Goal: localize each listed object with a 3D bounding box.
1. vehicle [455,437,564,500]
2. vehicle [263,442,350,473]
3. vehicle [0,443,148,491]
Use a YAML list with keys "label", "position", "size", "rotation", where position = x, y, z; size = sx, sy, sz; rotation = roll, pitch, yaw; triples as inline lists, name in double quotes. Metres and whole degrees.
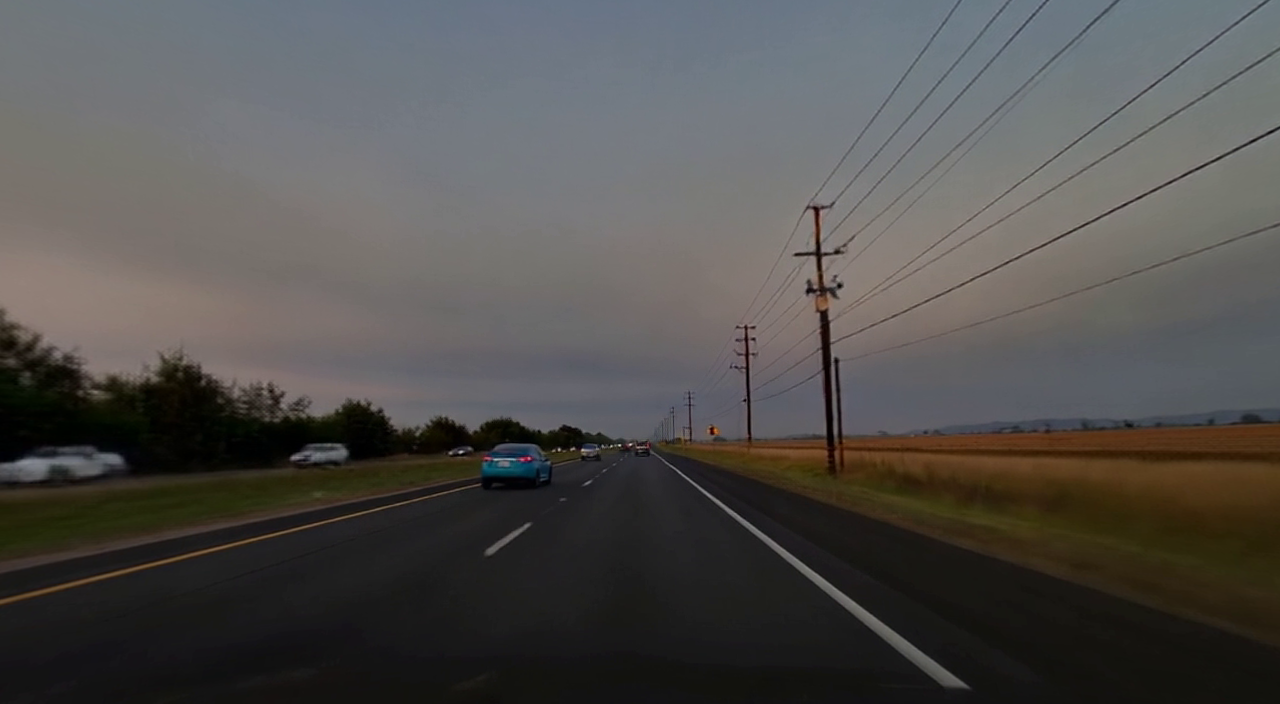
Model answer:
- label: "vehicle"
  position: [-3.676, 3.383, 18.755]
  size: [2.120, 1.597, 4.810]
  rotation: [0, -9, 1]
- label: "vehicle"
  position: [-20.714, 6.578, 39.485]
  size: [2.218, 1.811, 5.782]
  rotation: [0, -9, 0]
- label: "vehicle"
  position: [-24.966, 4.930, 27.439]
  size: [2.182, 1.824, 6.035]
  rotation: [0, -9, 0]
